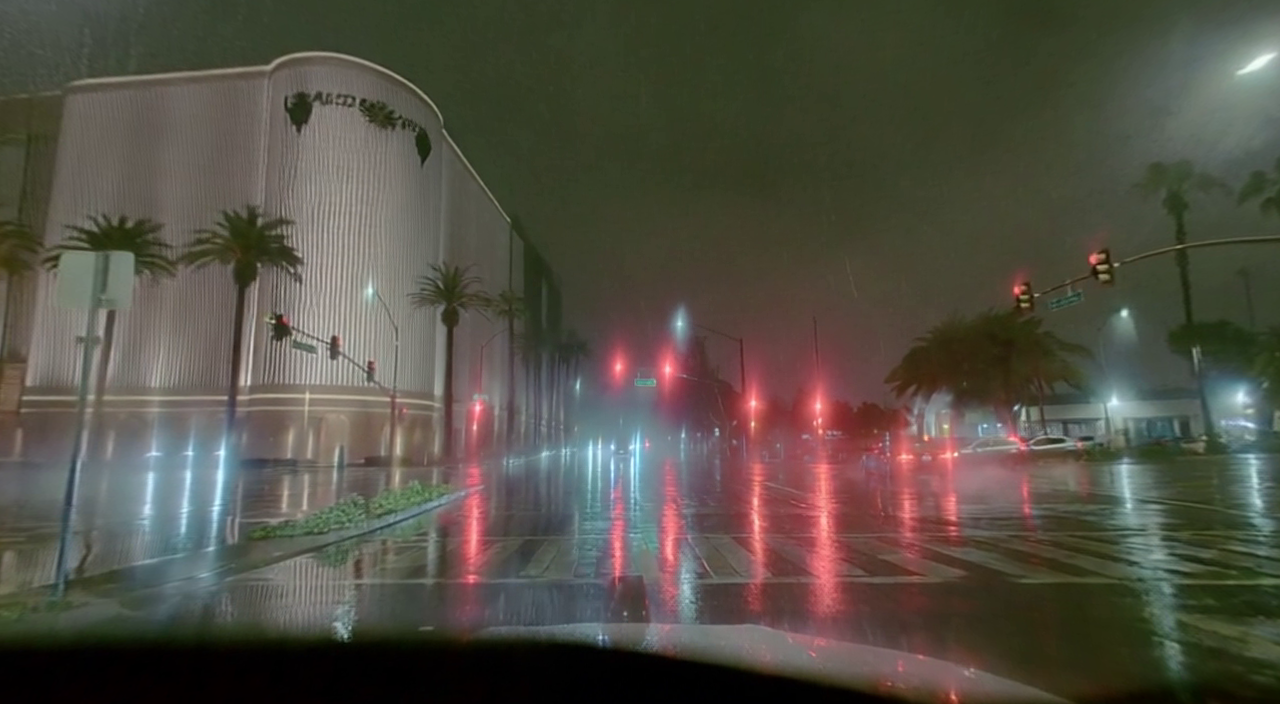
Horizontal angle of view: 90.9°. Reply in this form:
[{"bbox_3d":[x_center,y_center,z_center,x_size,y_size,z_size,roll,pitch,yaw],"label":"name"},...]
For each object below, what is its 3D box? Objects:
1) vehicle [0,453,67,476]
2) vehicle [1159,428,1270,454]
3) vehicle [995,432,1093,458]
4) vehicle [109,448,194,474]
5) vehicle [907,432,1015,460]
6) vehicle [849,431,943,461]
[{"bbox_3d":[-41.663,7.605,42.784,3.698,1.467,1.779,0,-8,1],"label":"vehicle"},{"bbox_3d":[33.120,5.162,36.418,4.567,1.458,1.791,0,-8,0],"label":"vehicle"},{"bbox_3d":[23.483,5.445,36.749,4.423,1.465,1.798,0,-8,1],"label":"vehicle"},{"bbox_3d":[-33.091,7.385,42.772,4.136,1.661,1.857,0,-8,1],"label":"vehicle"},{"bbox_3d":[16.889,4.964,33.277,4.684,1.461,1.777,0,-8,-1],"label":"vehicle"},{"bbox_3d":[14.966,5.526,36.991,4.648,1.665,1.910,0,-8,0],"label":"vehicle"}]
